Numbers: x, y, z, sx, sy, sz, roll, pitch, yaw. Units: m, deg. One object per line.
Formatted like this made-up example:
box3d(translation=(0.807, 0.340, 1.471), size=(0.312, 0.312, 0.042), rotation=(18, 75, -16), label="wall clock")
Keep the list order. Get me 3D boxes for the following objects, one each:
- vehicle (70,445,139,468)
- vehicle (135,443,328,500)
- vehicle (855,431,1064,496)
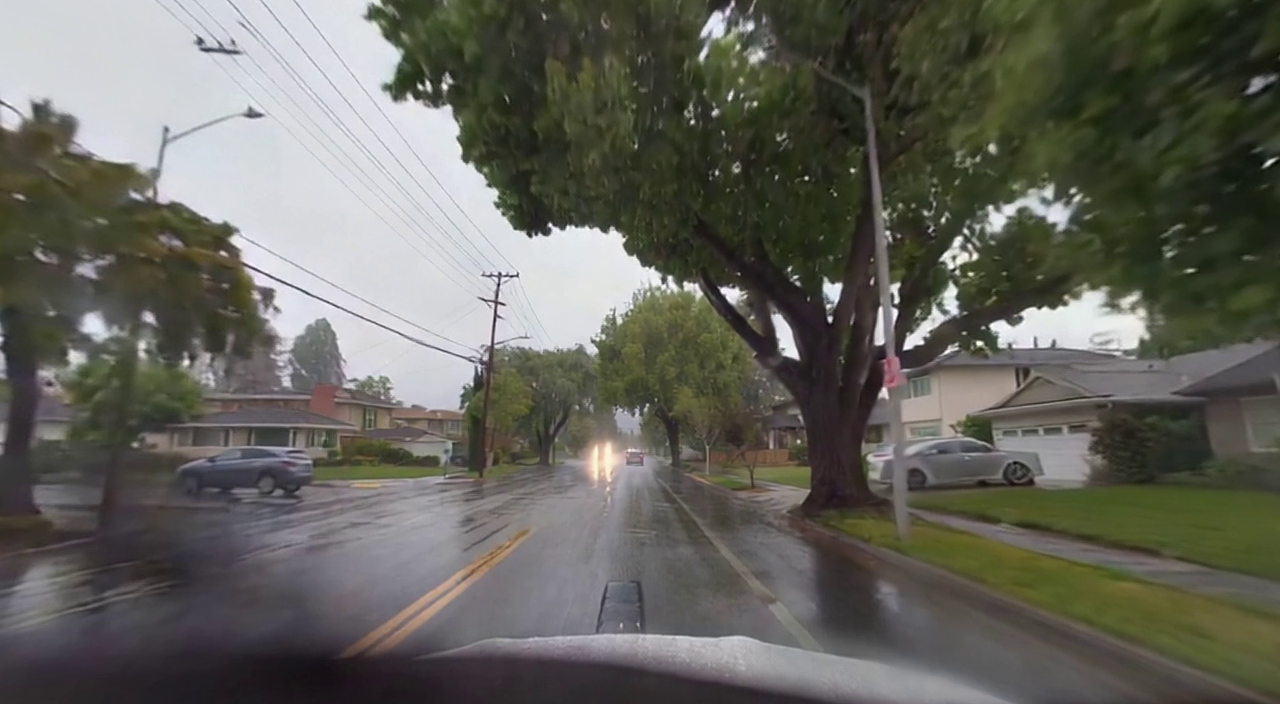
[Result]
box3d(translation=(-35.077, 6.887, 41.470), size=(1.533, 1.417, 3.342), rotation=(0, -9, 1), label="vehicle")
box3d(translation=(-14.374, 4.211, 22.517), size=(5.217, 1.866, 2.342), rotation=(0, -9, 1), label="vehicle")
box3d(translation=(9.021, 3.187, 18.308), size=(4.953, 1.704, 1.952), rotation=(-2, -9, 11), label="vehicle")
